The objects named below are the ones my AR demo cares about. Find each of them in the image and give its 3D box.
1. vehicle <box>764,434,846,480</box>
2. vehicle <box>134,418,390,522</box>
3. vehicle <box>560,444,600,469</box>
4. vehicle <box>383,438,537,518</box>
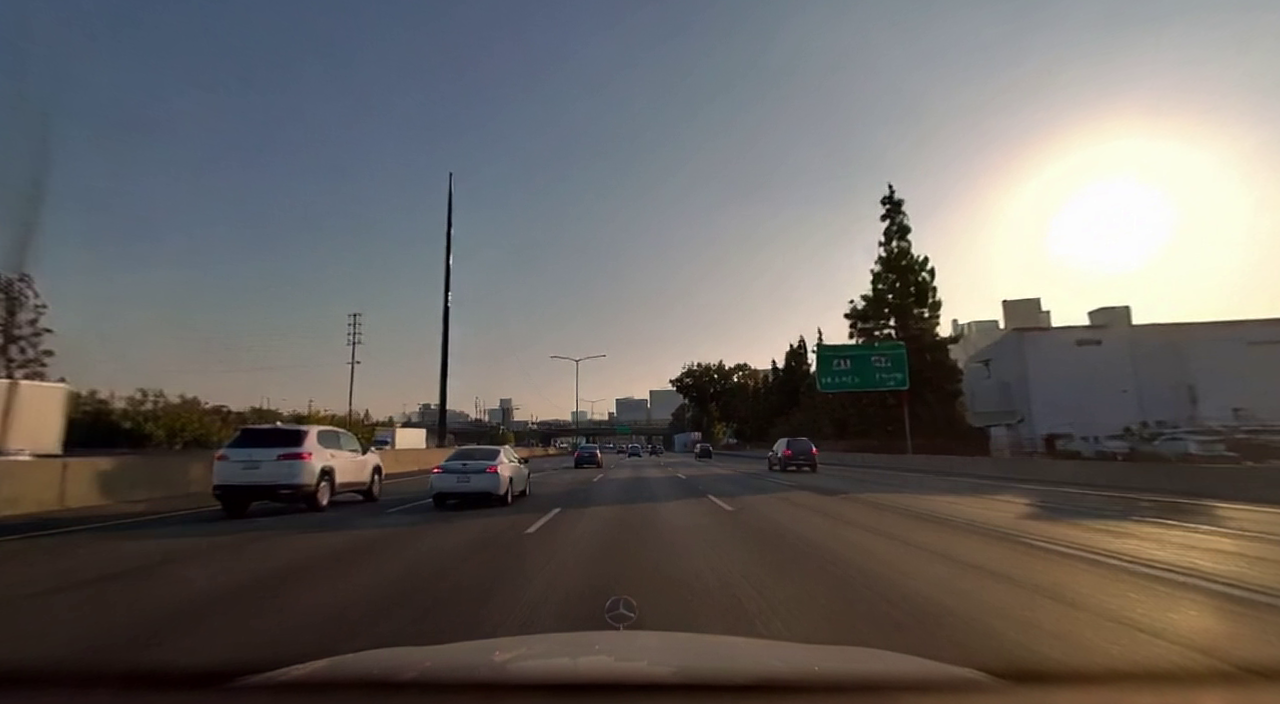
[{"bbox_3d":[6.915,4.442,27.041,2.147,1.769,4.666,0,-9,-1],"label":"vehicle"},{"bbox_3d":[-7.541,2.420,13.456,2.310,1.787,4.955,0,-9,1],"label":"vehicle"},{"bbox_3d":[-3.665,6.489,39.488,2.078,1.464,4.093,0,-9,0],"label":"vehicle"},{"bbox_3d":[-3.733,2.701,14.131,2.047,1.469,4.614,0,-9,0],"label":"vehicle"}]
